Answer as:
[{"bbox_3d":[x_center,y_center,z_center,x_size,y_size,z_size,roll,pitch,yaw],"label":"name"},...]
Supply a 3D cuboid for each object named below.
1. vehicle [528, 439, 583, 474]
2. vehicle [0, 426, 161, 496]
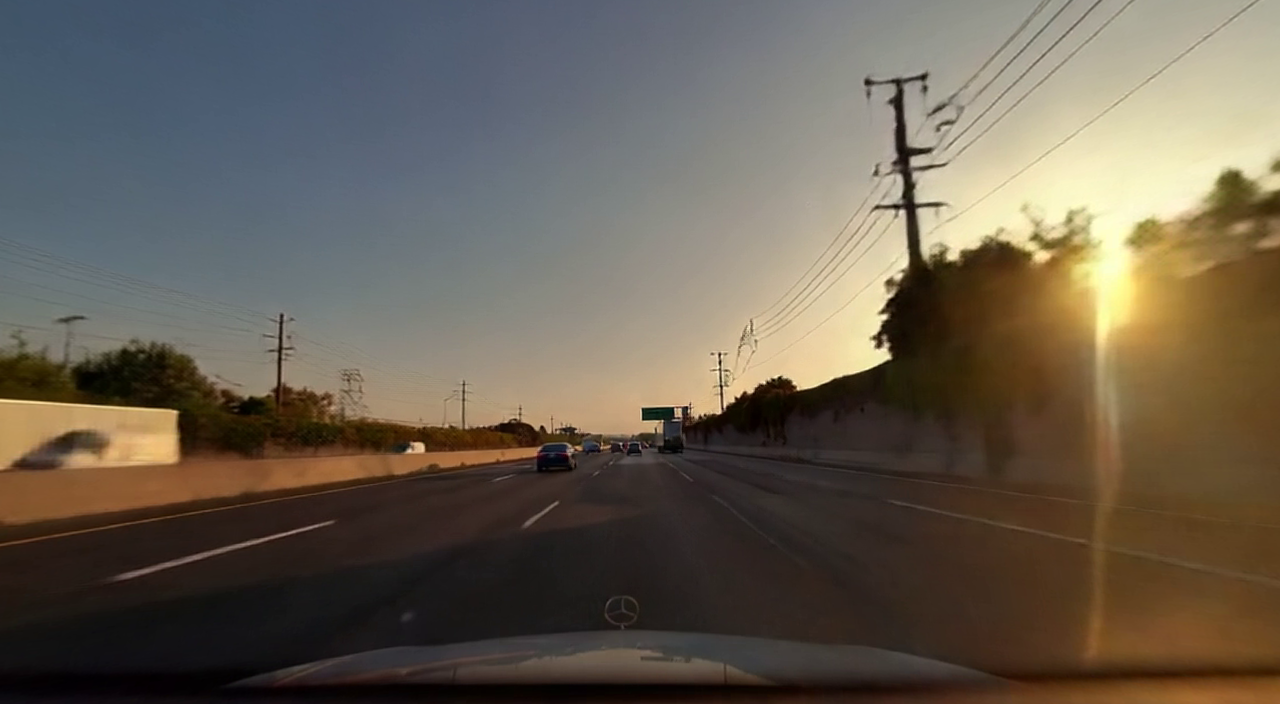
[{"bbox_3d":[-3.891,4.903,29.833,2.009,1.533,4.175,0,-9,1],"label":"vehicle"},{"bbox_3d":[-20.892,3.859,22.685,2.740,2.168,5.878,0,-9,-1],"label":"vehicle"}]
